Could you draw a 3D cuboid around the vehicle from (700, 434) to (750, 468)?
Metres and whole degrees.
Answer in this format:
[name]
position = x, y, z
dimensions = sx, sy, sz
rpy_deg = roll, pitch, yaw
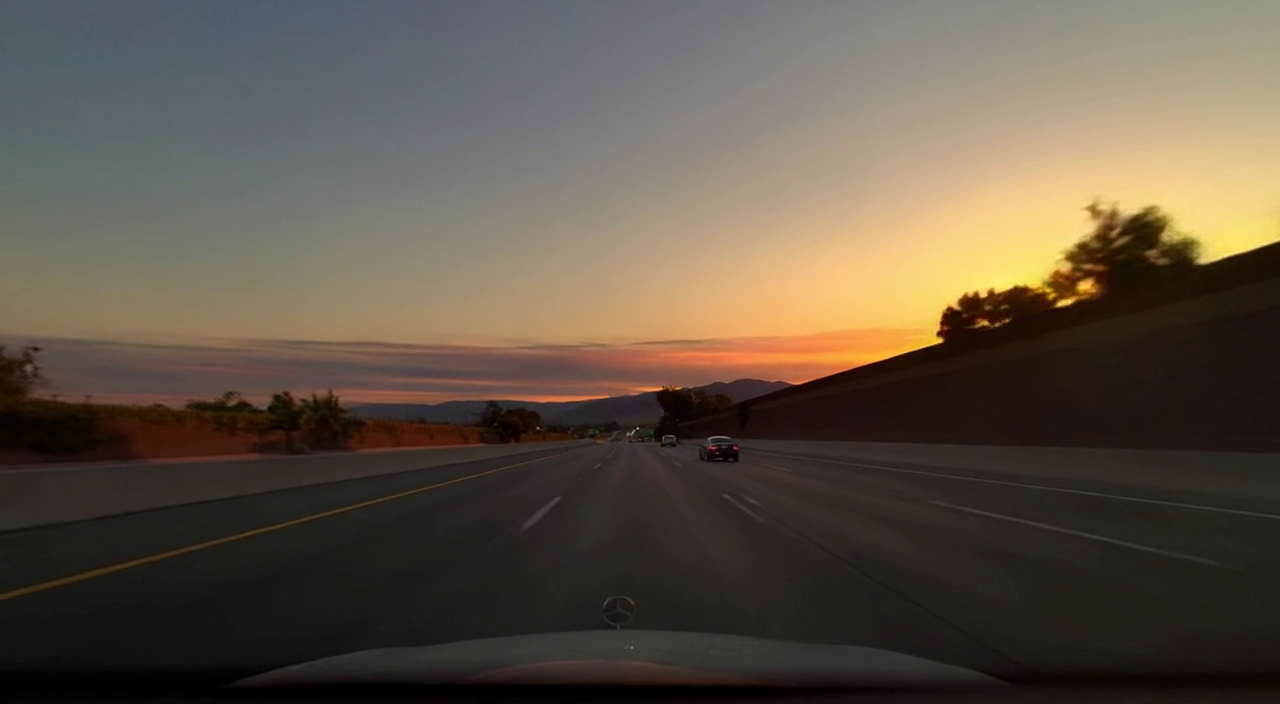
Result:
[vehicle]
position = 4.025, 4.711, 30.258
dimensions = 1.802, 1.492, 3.804
rpy_deg = 0, -8, -1
